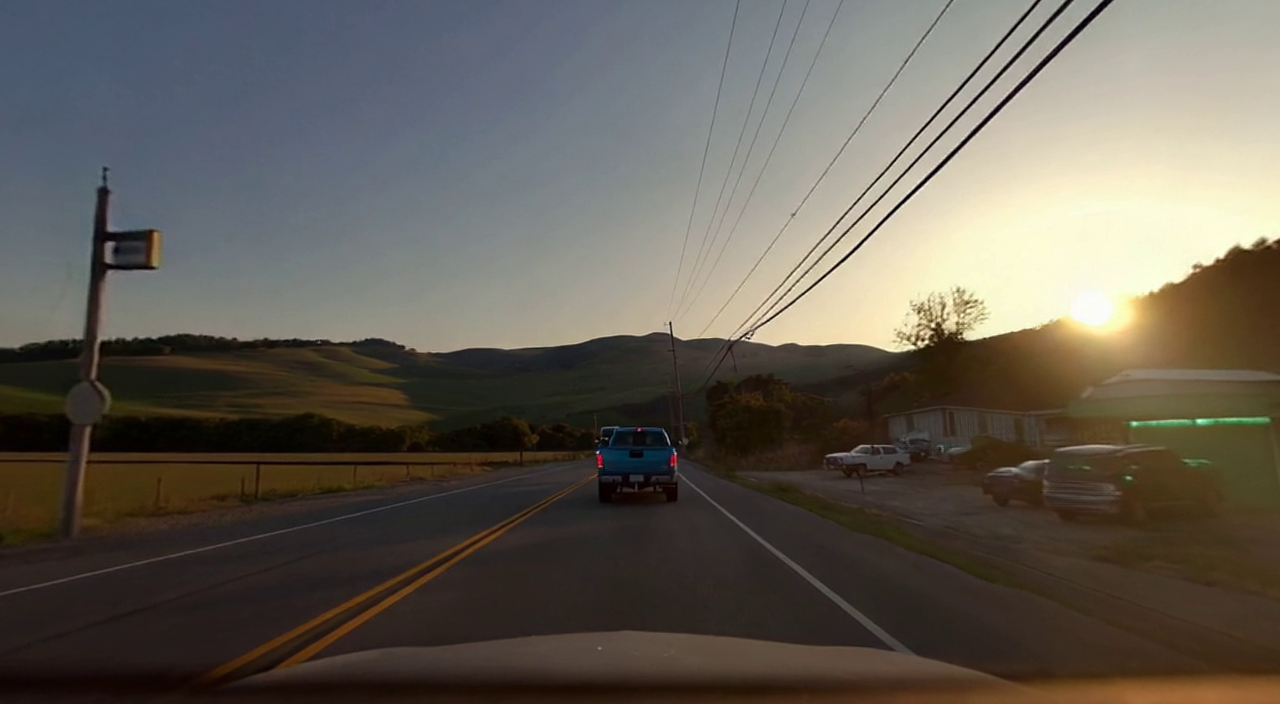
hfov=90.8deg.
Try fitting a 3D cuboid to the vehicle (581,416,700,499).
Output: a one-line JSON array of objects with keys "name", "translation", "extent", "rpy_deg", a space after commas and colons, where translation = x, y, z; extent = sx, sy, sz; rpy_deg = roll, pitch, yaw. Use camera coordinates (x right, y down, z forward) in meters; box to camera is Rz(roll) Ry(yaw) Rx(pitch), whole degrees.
[{"name": "vehicle", "translation": [0.056, 3.145, 19.326], "extent": [2.921, 2.031, 7.416], "rpy_deg": [0, -8, 1]}]

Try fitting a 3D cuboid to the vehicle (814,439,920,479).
[{"name": "vehicle", "translation": [11.098, 5.164, 30.761], "extent": [5.304, 1.754, 2.340], "rpy_deg": [6, -11, -38]}]

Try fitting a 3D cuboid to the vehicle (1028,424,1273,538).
[{"name": "vehicle", "translation": [11.262, 2.646, 13.809], "extent": [5.776, 1.936, 2.535], "rpy_deg": [6, -8, -34]}]
